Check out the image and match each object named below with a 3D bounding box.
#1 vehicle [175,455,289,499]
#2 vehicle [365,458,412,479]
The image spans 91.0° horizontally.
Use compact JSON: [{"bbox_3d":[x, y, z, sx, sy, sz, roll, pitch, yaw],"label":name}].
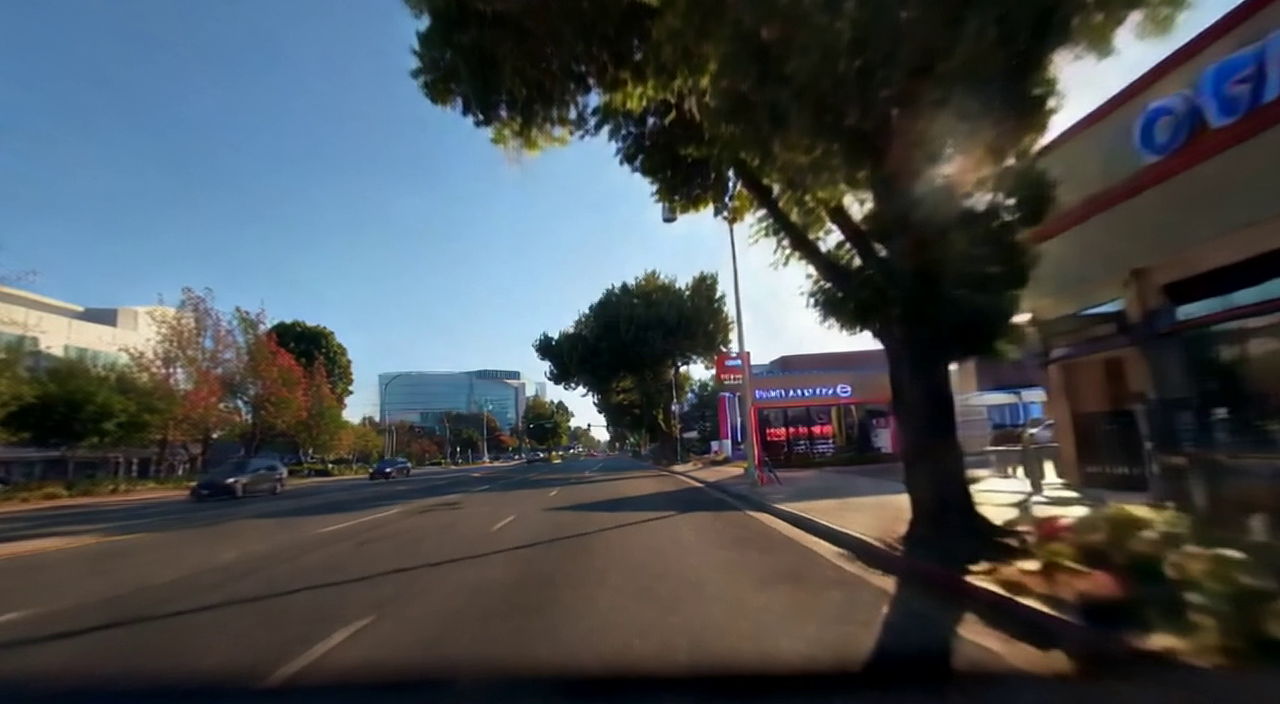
[{"bbox_3d":[-18.914,5.788,29.521,2.067,1.806,4.832,0,-8,0],"label":"vehicle"},{"bbox_3d":[-19.597,9.059,49.197,1.834,1.469,4.496,0,-8,-1],"label":"vehicle"}]
